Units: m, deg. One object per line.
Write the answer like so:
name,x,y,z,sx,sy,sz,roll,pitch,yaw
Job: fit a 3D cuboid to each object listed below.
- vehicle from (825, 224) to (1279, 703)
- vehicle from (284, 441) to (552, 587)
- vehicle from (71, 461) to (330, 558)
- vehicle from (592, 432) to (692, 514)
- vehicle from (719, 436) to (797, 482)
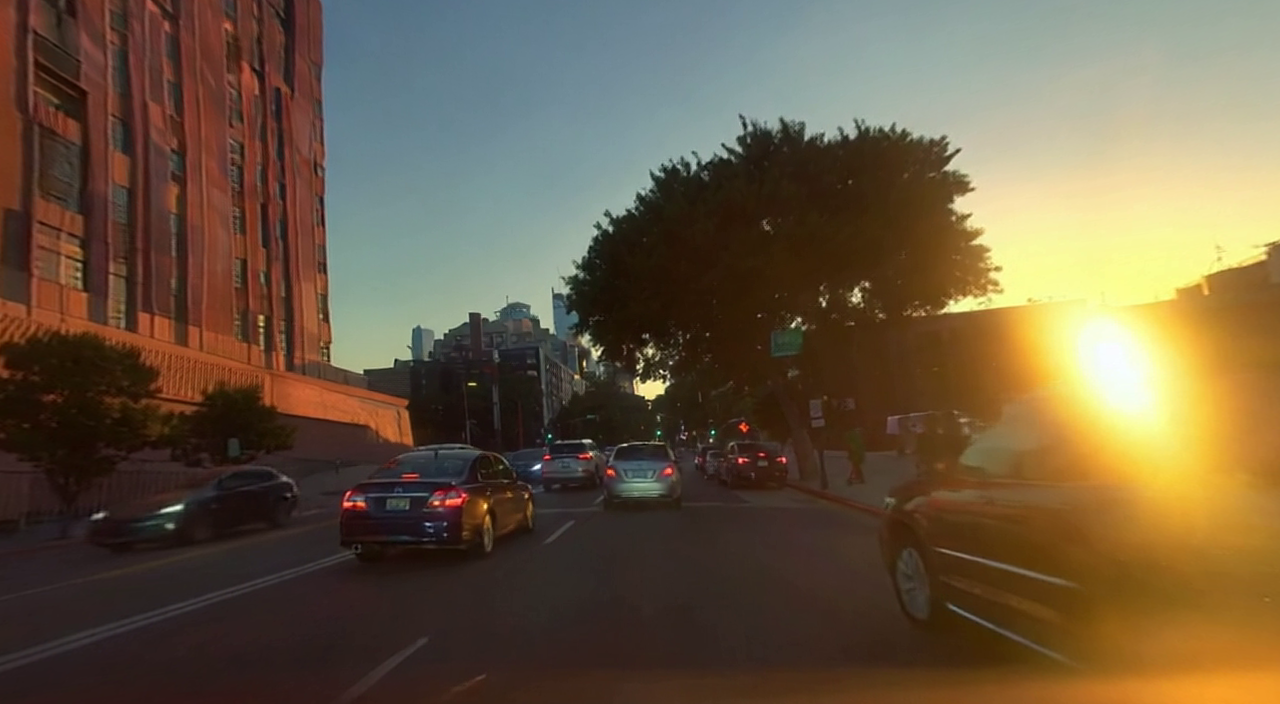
vehicle,2.999,0.897,3.682,2.352,1.953,4.798,0,-8,0
vehicle,-2.611,2.006,8.770,1.940,1.481,4.376,-1,-8,3
vehicle,-8.682,3.095,13.173,1.920,1.492,4.624,1,-8,2
vehicle,0.114,2.825,15.200,2.076,1.667,3.948,-1,-8,3
vehicle,4.100,3.744,22.587,2.065,1.461,4.181,0,-8,1
